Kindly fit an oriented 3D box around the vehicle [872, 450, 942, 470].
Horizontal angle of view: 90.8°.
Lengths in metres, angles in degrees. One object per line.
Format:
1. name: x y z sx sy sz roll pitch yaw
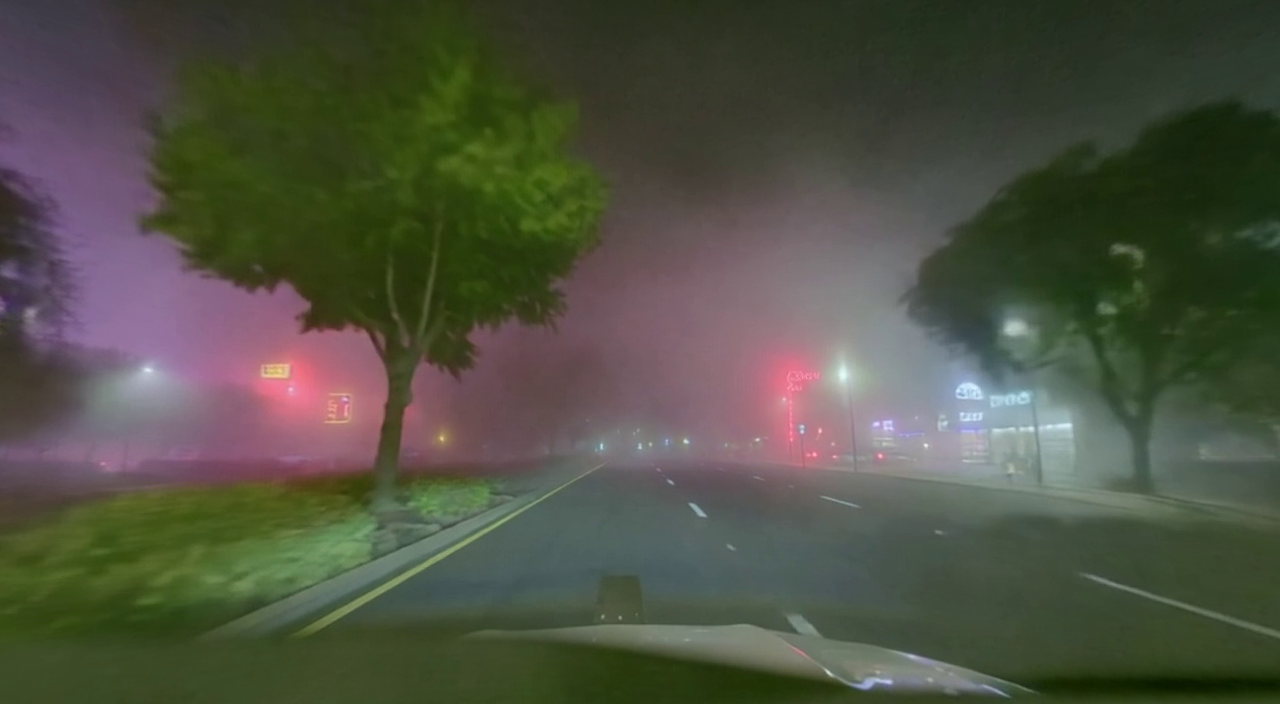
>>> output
1. vehicle: 20.468 8.309 48.606 4.500 1.456 1.962 0 -9 1
